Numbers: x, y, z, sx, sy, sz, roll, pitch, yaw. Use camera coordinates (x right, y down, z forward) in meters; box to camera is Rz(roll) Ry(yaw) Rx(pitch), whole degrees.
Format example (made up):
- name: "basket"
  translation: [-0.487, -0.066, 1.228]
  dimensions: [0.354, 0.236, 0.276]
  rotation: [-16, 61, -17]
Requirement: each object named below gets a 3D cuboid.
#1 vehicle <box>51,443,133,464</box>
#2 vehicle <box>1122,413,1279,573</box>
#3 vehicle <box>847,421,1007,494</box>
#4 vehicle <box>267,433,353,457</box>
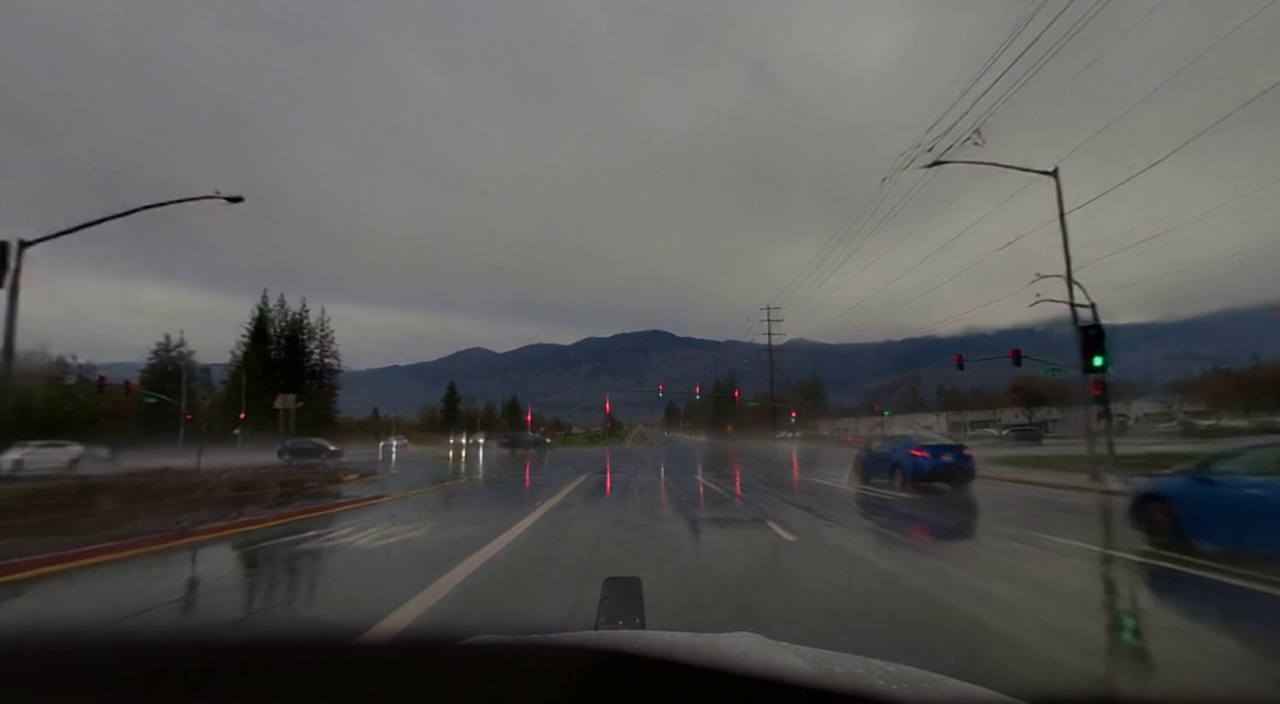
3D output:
- name: "vehicle"
  translation: [-40.928, 7.560, 47.232]
  dimensions: [4.218, 1.542, 2.044]
  rotation: [0, -8, 0]
- name: "vehicle"
  translation: [6.977, 1.254, 5.455]
  dimensions: [1.990, 1.480, 4.624]
  rotation: [0, -8, 0]
- name: "vehicle"
  translation: [6.993, 2.636, 16.089]
  dimensions: [1.899, 1.570, 4.666]
  rotation: [0, -8, 0]
- name: "vehicle"
  translation: [-25.065, 7.084, 48.110]
  dimensions: [5.228, 1.805, 2.246]
  rotation: [1, -8, -6]
